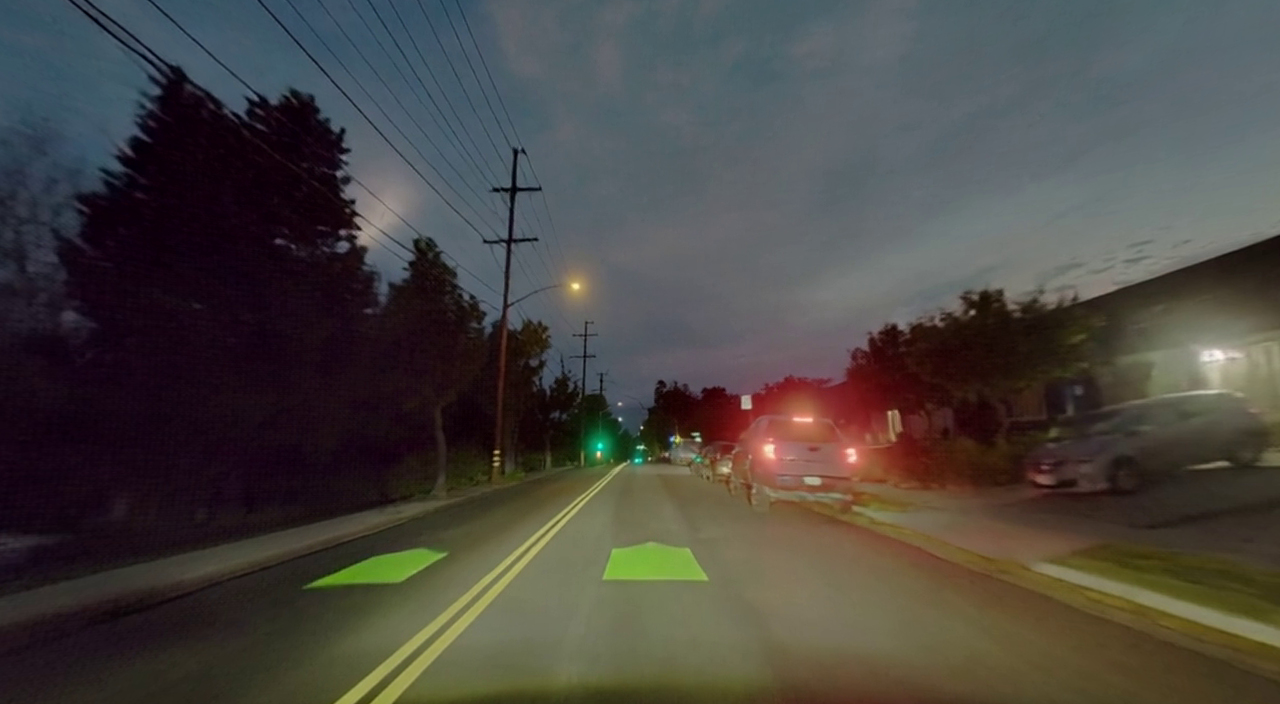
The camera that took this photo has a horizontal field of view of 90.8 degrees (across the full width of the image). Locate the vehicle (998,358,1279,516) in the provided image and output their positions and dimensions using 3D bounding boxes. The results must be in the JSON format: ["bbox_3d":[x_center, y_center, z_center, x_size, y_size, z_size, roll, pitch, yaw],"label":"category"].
[{"bbox_3d":[8.682,1.276,10.172,4.418,1.648,2.017,-11,-8,-2],"label":"vehicle"}]

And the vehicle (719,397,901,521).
[{"bbox_3d":[3.224,2.227,13.576,2.347,2.070,5.735,0,-9,0],"label":"vehicle"}]
